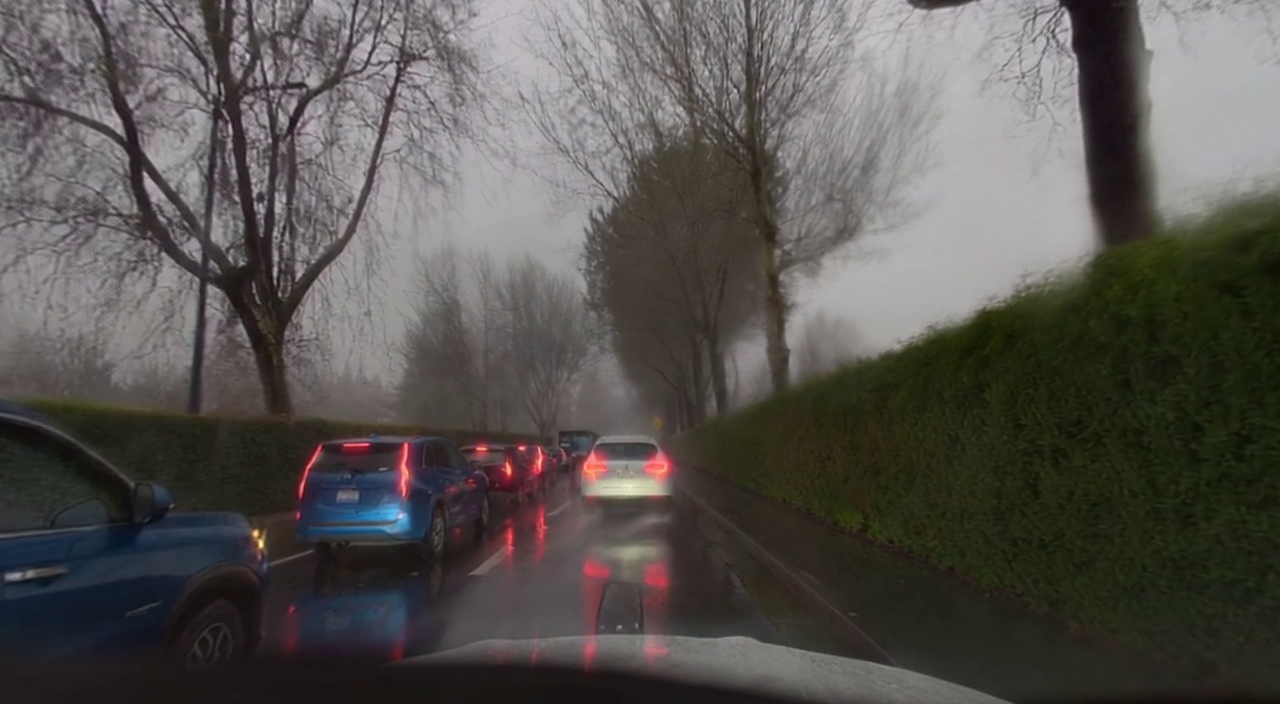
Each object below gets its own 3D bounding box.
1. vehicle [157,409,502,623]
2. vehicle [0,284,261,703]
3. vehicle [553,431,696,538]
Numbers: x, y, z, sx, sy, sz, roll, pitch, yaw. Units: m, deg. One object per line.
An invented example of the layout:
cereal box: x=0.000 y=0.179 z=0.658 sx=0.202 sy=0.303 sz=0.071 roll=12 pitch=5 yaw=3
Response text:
vehicle: x=-3.402 y=1.832 z=8.053 sx=2.256 sy=1.728 sz=4.421 roll=-6 pitch=-8 yaw=-2
vehicle: x=-3.280 y=0.644 z=1.001 sx=2.205 sy=1.913 sz=5.327 roll=-5 pitch=-8 yaw=-2
vehicle: x=-0.269 y=2.316 z=11.537 sx=2.154 sy=1.581 sz=4.007 roll=0 pitch=-9 yaw=-1
